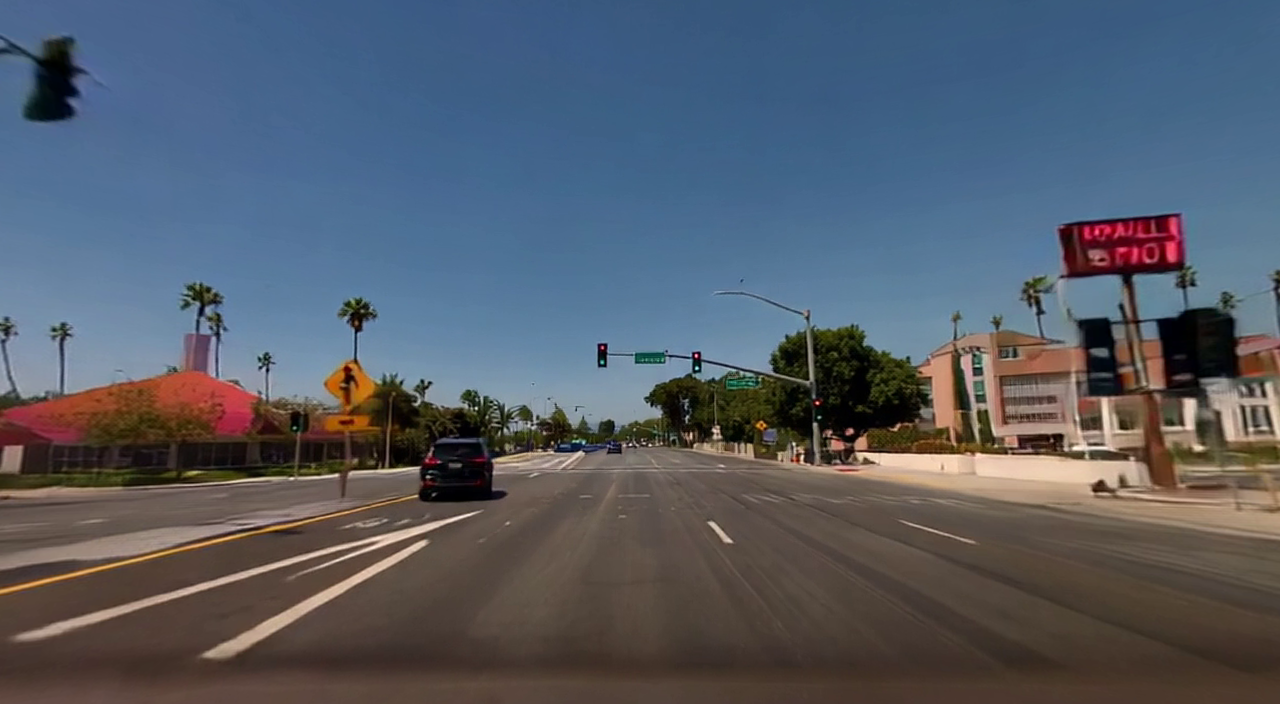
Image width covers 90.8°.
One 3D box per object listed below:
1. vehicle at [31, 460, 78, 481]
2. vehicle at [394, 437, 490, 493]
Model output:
[{"bbox_3d":[-46.170,9.365,49.914,1.825,1.489,4.695,3,-11,-32],"label":"vehicle"},{"bbox_3d":[-6.642,3.671,20.936,1.990,1.639,3.885,5,-10,-33],"label":"vehicle"}]
